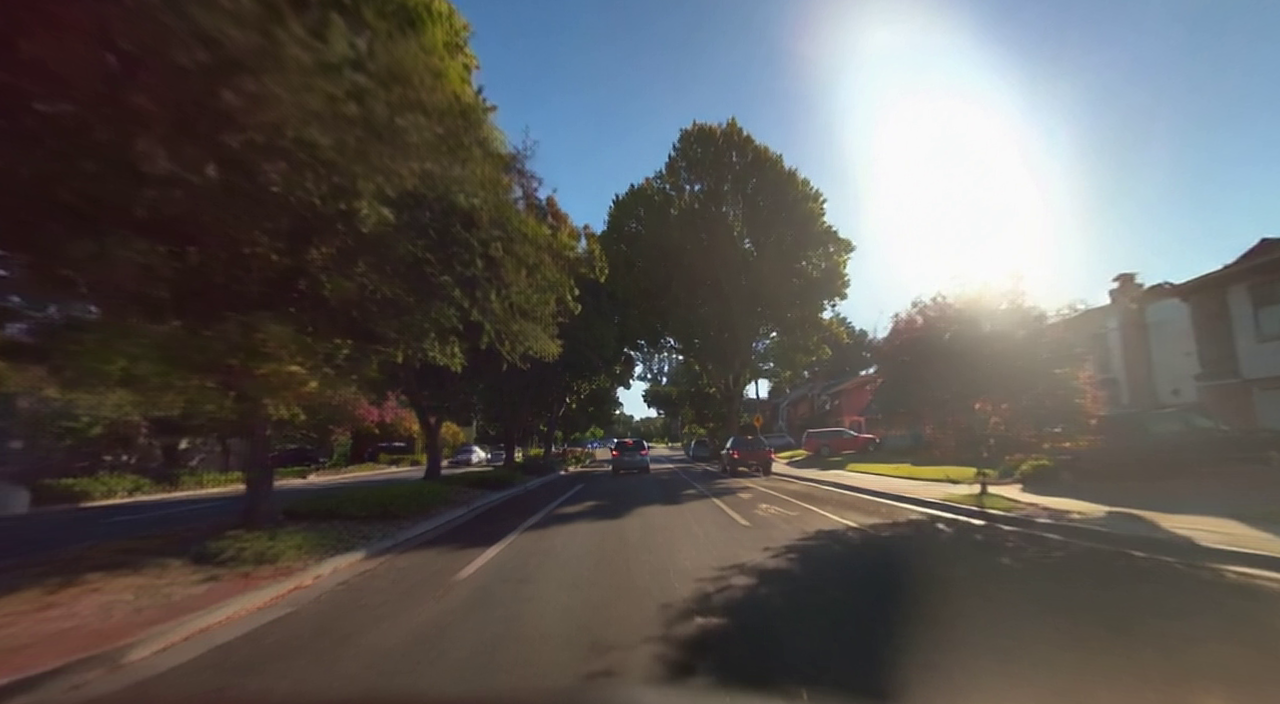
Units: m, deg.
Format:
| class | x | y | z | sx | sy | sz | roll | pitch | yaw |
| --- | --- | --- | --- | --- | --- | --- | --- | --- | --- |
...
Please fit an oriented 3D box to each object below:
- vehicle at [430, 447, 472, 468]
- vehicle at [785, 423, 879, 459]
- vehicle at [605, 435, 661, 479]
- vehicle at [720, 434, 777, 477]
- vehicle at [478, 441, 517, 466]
| class | x | y | z | sx | sy | sz | roll | pitch | yaw |
| --- | --- | --- | --- | --- | --- | --- | --- | --- | --- |
| vehicle | -14.764 | 8.273 | 49.667 | 1.840 | 1.450 | 4.521 | 0 | -8 | 1 |
| vehicle | 11.557 | 5.399 | 38.288 | 4.919 | 1.886 | 2.086 | -3 | -9 | 2 |
| vehicle | -0.242 | 4.257 | 25.893 | 2.106 | 1.655 | 3.717 | 0 | -8 | 1 |
| vehicle | 4.853 | 4.663 | 28.956 | 2.045 | 1.776 | 4.851 | 0 | -8 | 4 |
| vehicle | -10.733 | 7.652 | 47.919 | 2.028 | 1.759 | 4.360 | 0 | -8 | -1 |
